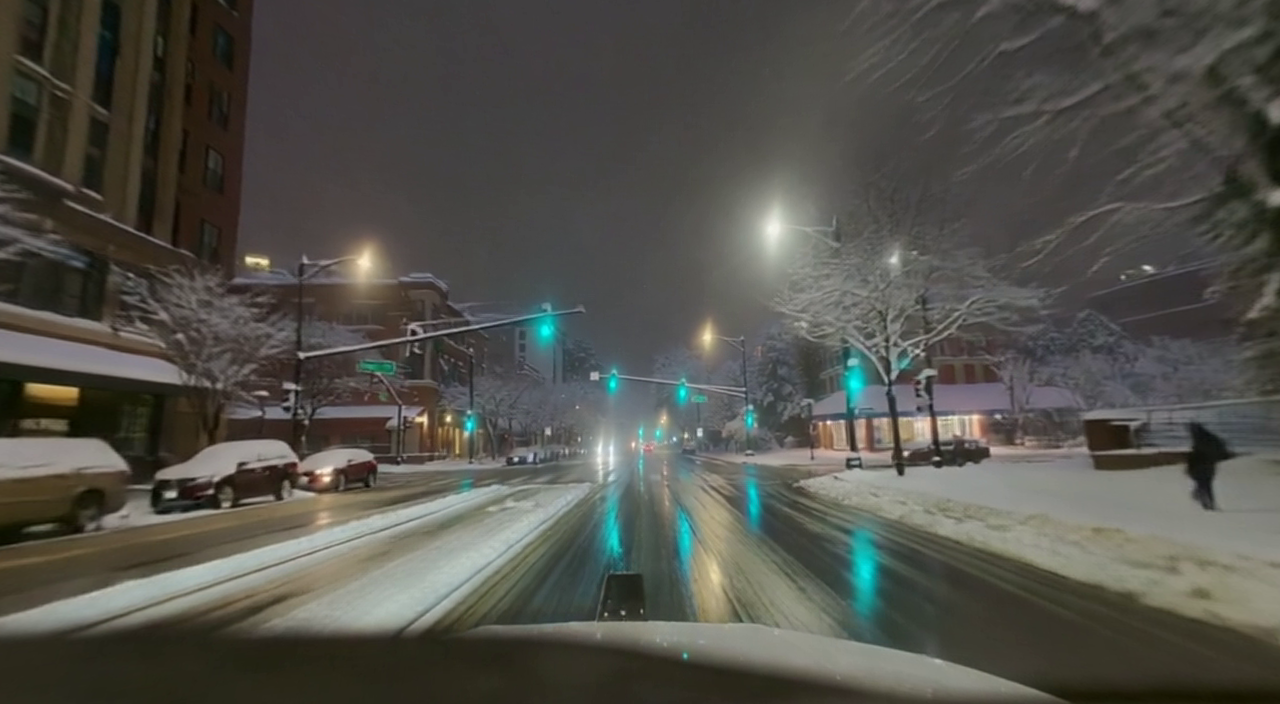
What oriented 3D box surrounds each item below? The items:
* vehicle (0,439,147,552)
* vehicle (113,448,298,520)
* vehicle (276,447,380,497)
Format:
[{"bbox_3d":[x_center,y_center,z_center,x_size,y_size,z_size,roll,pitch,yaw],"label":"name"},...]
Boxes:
[{"bbox_3d":[-12.280,2.566,11.343,2.126,1.963,5.547,0,-8,1],"label":"vehicle"},{"bbox_3d":[-12.078,3.641,17.927,1.898,1.724,4.445,0,-8,3],"label":"vehicle"},{"bbox_3d":[-11.990,4.598,24.461,1.956,1.624,4.186,-3,-8,0],"label":"vehicle"}]
